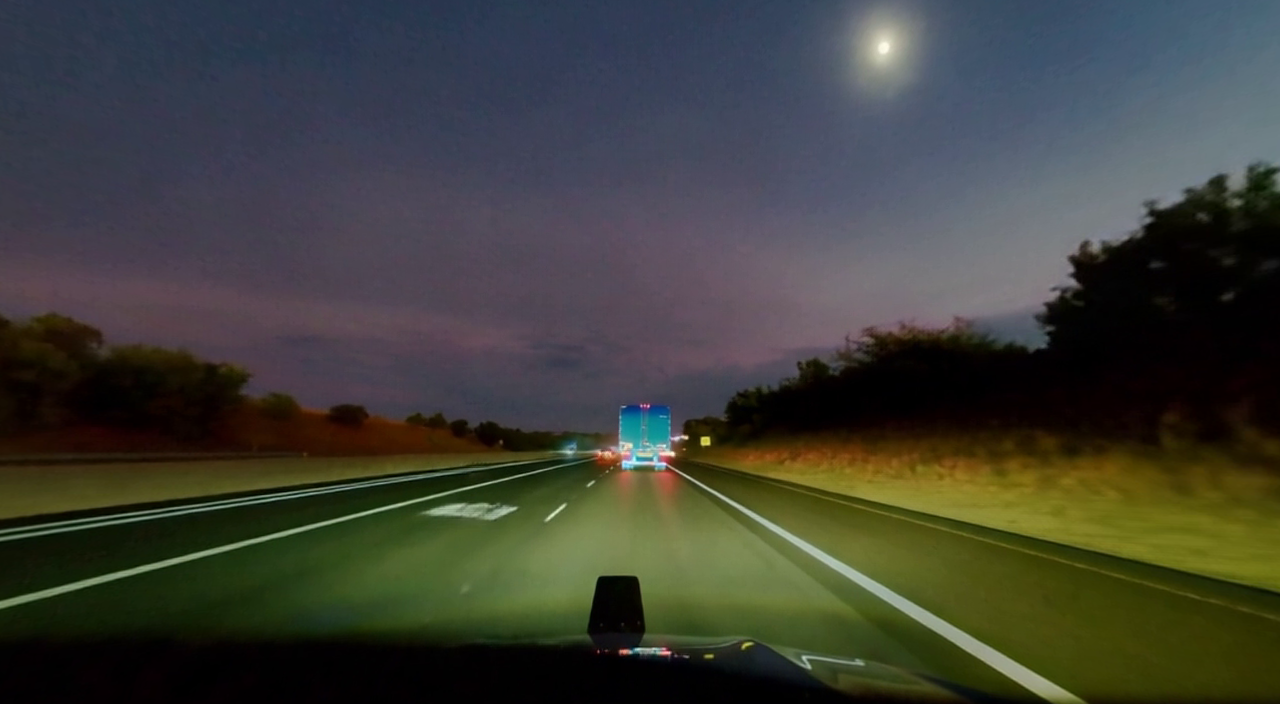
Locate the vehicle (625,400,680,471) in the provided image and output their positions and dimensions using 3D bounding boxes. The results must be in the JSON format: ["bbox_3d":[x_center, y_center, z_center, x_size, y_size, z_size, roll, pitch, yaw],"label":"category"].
[{"bbox_3d":[0.580,5.567,41.138,3.055,4.009,10.972,0,-9,-1],"label":"vehicle"}]
